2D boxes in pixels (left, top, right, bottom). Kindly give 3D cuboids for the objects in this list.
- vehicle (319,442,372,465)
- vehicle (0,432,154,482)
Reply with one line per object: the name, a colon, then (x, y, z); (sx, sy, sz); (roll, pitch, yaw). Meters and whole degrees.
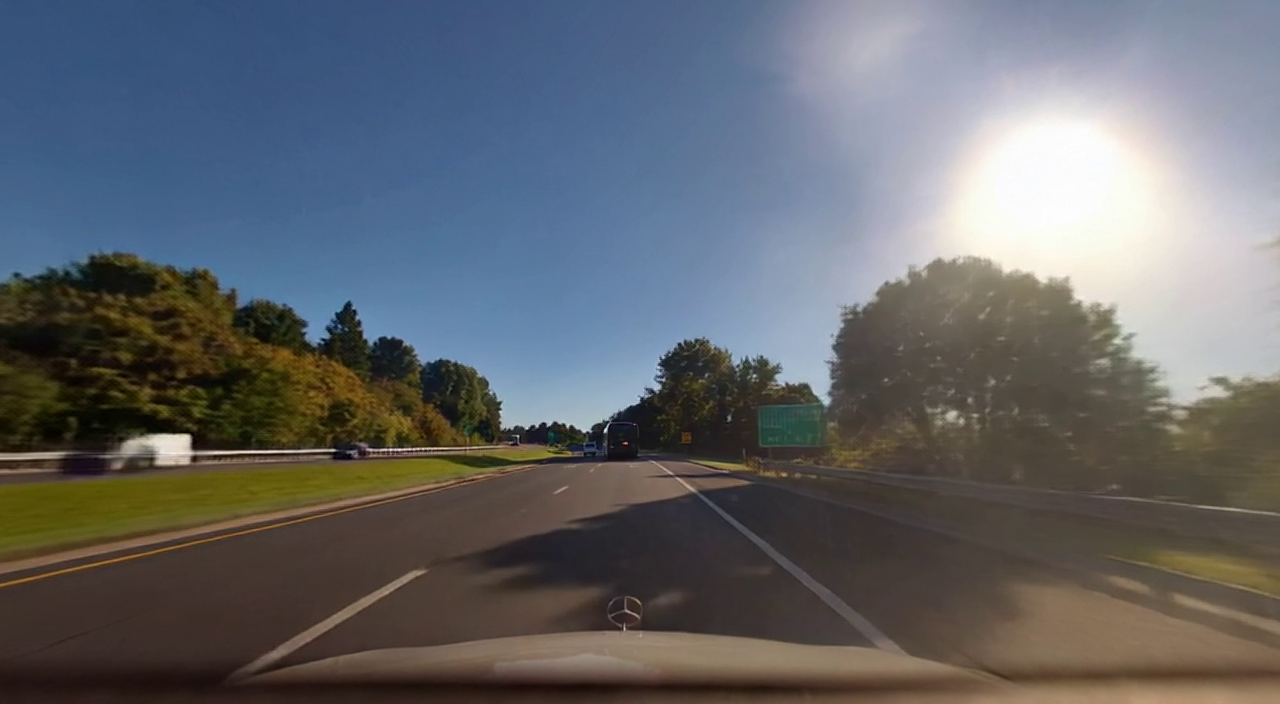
vehicle: (-21.093, 7.270, 45.255); (1.882, 1.530, 3.974); (0, -9, -1)
vehicle: (-20.487, 3.823, 23.099); (1.931, 1.626, 4.213); (0, -9, 0)
